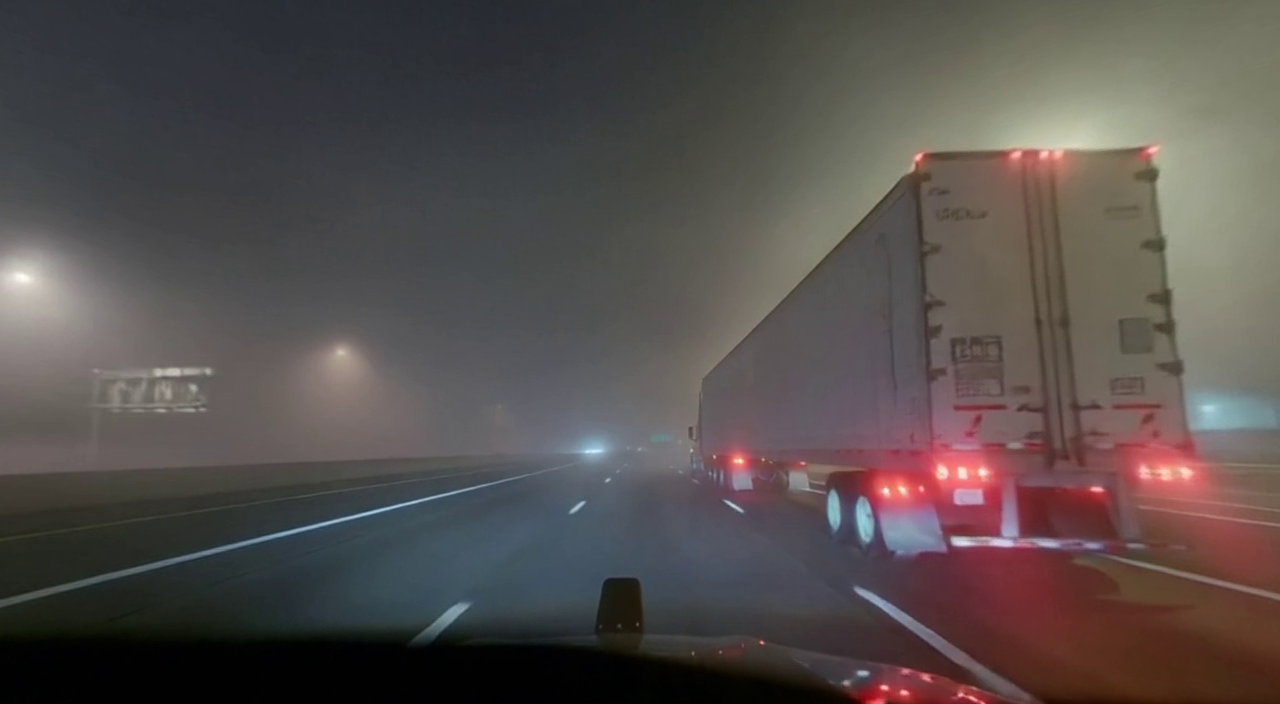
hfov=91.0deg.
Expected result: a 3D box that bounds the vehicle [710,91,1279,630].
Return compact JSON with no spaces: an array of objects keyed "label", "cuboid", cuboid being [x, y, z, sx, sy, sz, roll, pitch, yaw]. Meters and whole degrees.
[{"label":"vehicle","cuboid":[3.830,1.136,12.735,2.949,4.149,16.046,0,-9,0]}]
